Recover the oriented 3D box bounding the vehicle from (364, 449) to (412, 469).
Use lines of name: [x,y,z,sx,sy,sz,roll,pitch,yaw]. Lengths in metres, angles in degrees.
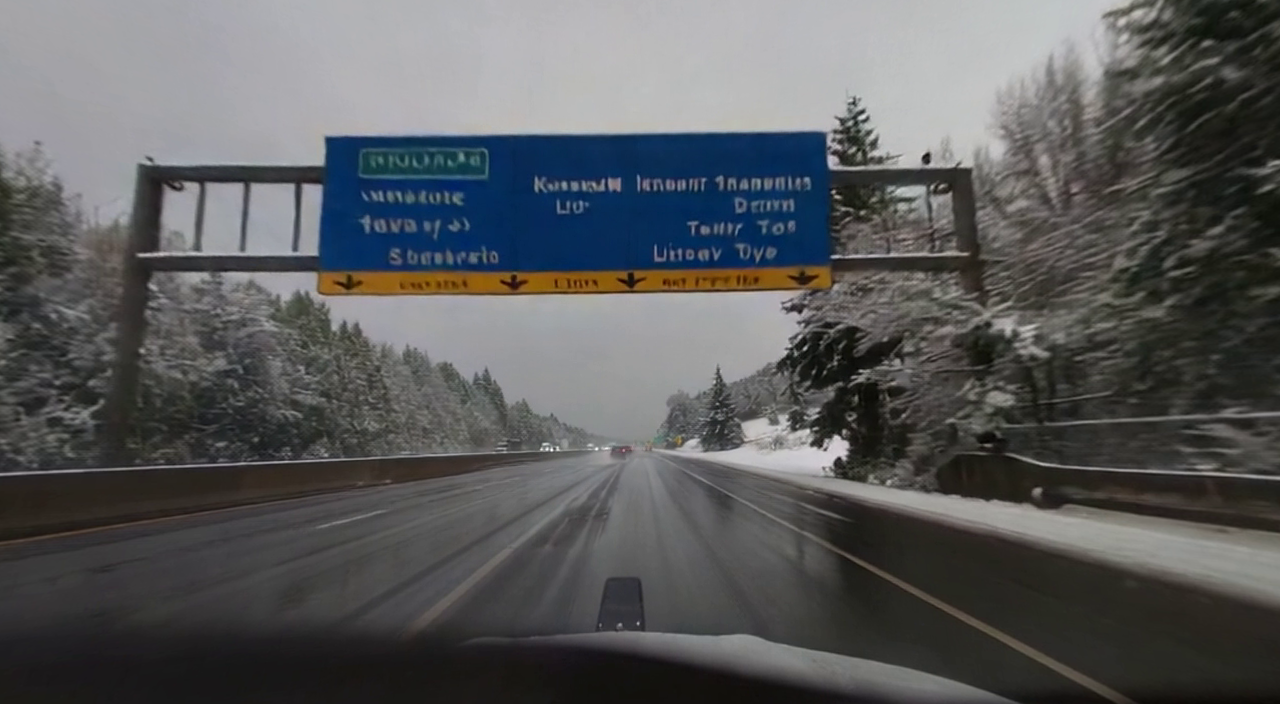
vehicle: [-19.659,8.353,49.489,1.891,1.423,4.418,1,-9,1]
